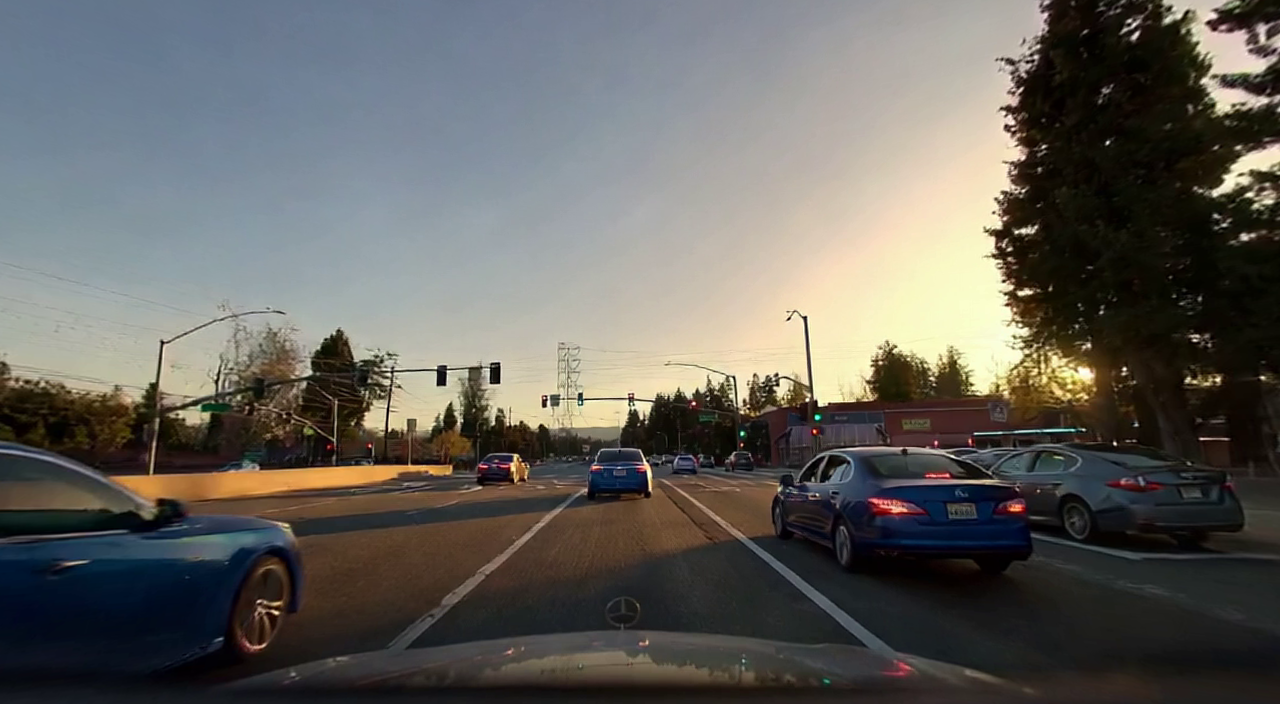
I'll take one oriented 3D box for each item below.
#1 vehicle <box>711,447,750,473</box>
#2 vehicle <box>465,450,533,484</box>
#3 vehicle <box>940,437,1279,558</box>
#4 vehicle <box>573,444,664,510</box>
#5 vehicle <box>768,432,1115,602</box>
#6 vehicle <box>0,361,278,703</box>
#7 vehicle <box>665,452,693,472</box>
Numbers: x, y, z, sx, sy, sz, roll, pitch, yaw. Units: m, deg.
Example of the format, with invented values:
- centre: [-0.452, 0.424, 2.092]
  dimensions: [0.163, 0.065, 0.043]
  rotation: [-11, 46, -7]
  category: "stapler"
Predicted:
- centre: [6.796, 8.138, 47.938]
  dimensions: [2.113, 1.789, 4.622]
  rotation: [0, -8, -2]
  category: "vehicle"
- centre: [-6.784, 5.573, 31.018]
  dimensions: [2.032, 1.448, 5.500]
  rotation: [0, -8, 0]
  category: "vehicle"
- centre: [6.899, 2.118, 10.031]
  dimensions: [2.004, 1.455, 4.417]
  rotation: [0, -8, -1]
  category: "vehicle"
- centre: [-0.510, 3.148, 16.451]
  dimensions: [2.065, 1.464, 4.216]
  rotation: [0, -8, -1]
  category: "vehicle"
- centre: [3.171, 1.811, 7.955]
  dimensions: [2.053, 1.490, 4.464]
  rotation: [0, -8, -2]
  category: "vehicle"
- centre: [-3.325, 0.764, 1.698]
  dimensions: [2.073, 1.606, 4.364]
  rotation: [0, -8, 0]
  category: "vehicle"
- centre: [3.028, 8.704, 49.970]
  dimensions: [1.850, 1.438, 4.166]
  rotation: [0, -8, -1]
  category: "vehicle"
